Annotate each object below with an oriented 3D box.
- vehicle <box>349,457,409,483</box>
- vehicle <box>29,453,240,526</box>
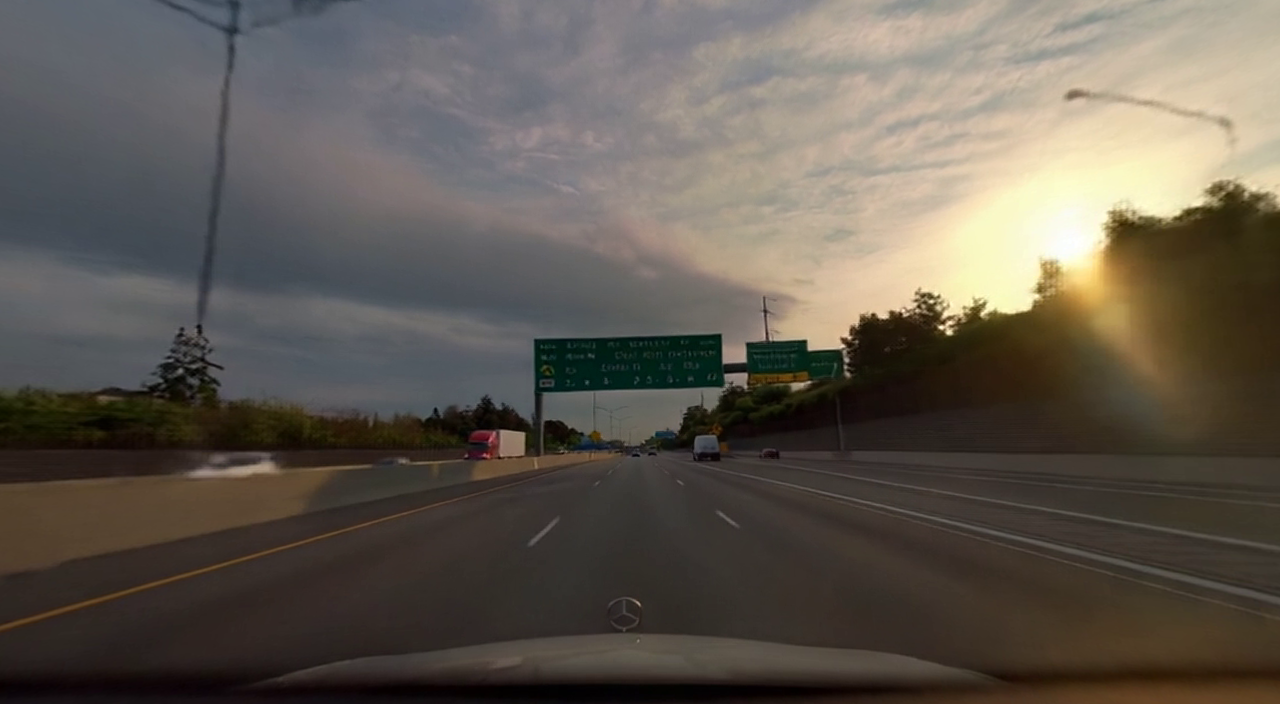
[{"bbox_3d":[-16.562,7.460,40.065,1.943,1.483,4.507,0,-9,-1],"label":"vehicle"},{"bbox_3d":[-12.694,3.431,16.197,2.223,1.585,3.787,0,-9,0],"label":"vehicle"}]
